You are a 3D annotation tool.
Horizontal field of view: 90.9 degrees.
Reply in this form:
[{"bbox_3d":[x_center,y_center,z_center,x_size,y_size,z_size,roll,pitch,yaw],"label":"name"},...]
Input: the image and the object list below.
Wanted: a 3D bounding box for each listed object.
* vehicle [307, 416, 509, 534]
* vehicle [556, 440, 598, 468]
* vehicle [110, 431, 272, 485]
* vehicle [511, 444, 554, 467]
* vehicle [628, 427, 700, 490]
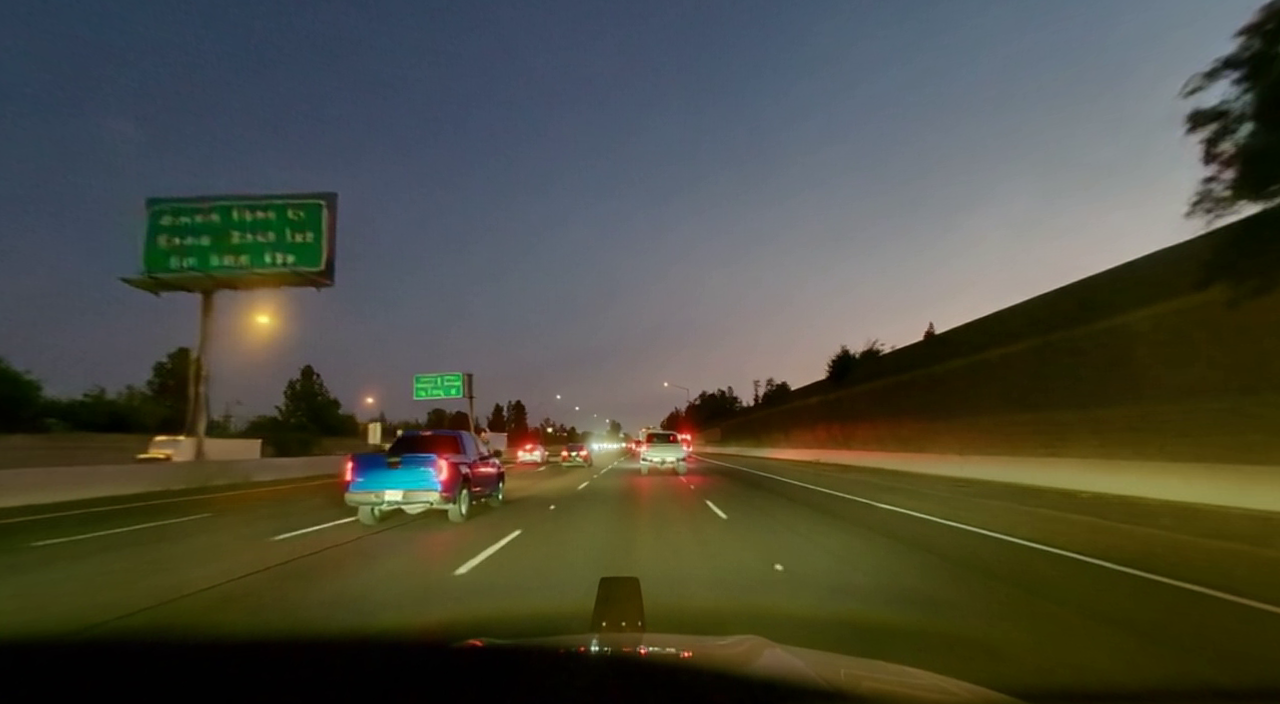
[{"bbox_3d":[-4.132,2.289,12.385,1.954,1.792,5.187,0,-9,0],"label":"vehicle"},{"bbox_3d":[-3.787,6.230,38.556,1.961,1.591,4.756,0,-9,1],"label":"vehicle"},{"bbox_3d":[-16.159,3.842,23.129,2.058,1.758,4.937,-1,-9,3],"label":"vehicle"},{"bbox_3d":[-7.394,7.174,43.937,2.081,1.463,4.749,0,-9,1],"label":"vehicle"},{"bbox_3d":[0.700,3.442,20.714,2.083,1.792,4.782,0,-9,0],"label":"vehicle"}]
